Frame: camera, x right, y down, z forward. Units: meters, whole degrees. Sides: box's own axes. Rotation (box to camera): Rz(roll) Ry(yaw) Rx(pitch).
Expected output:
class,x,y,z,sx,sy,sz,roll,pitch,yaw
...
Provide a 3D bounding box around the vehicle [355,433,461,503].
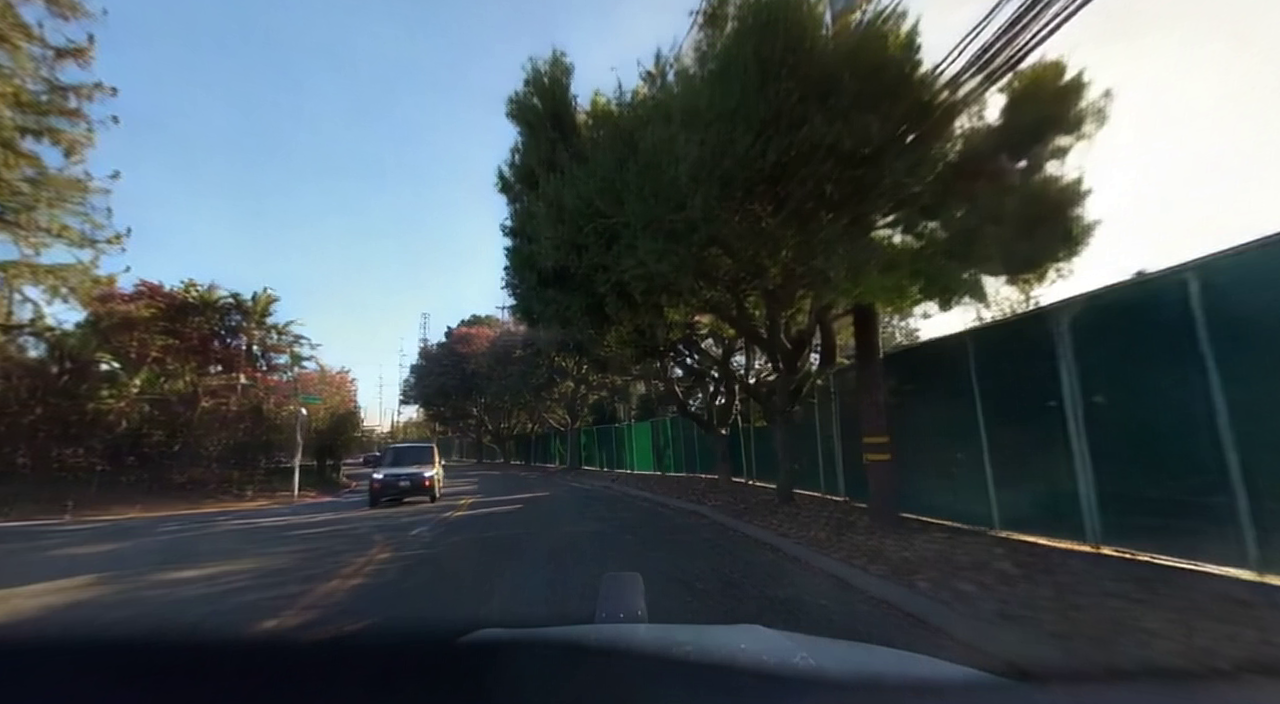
class,x,y,z,sx,sy,sz,roll,pitch,yaw
vehicle,-6.986,3.508,19.539,2.185,1.901,4.177,1,-9,-8
